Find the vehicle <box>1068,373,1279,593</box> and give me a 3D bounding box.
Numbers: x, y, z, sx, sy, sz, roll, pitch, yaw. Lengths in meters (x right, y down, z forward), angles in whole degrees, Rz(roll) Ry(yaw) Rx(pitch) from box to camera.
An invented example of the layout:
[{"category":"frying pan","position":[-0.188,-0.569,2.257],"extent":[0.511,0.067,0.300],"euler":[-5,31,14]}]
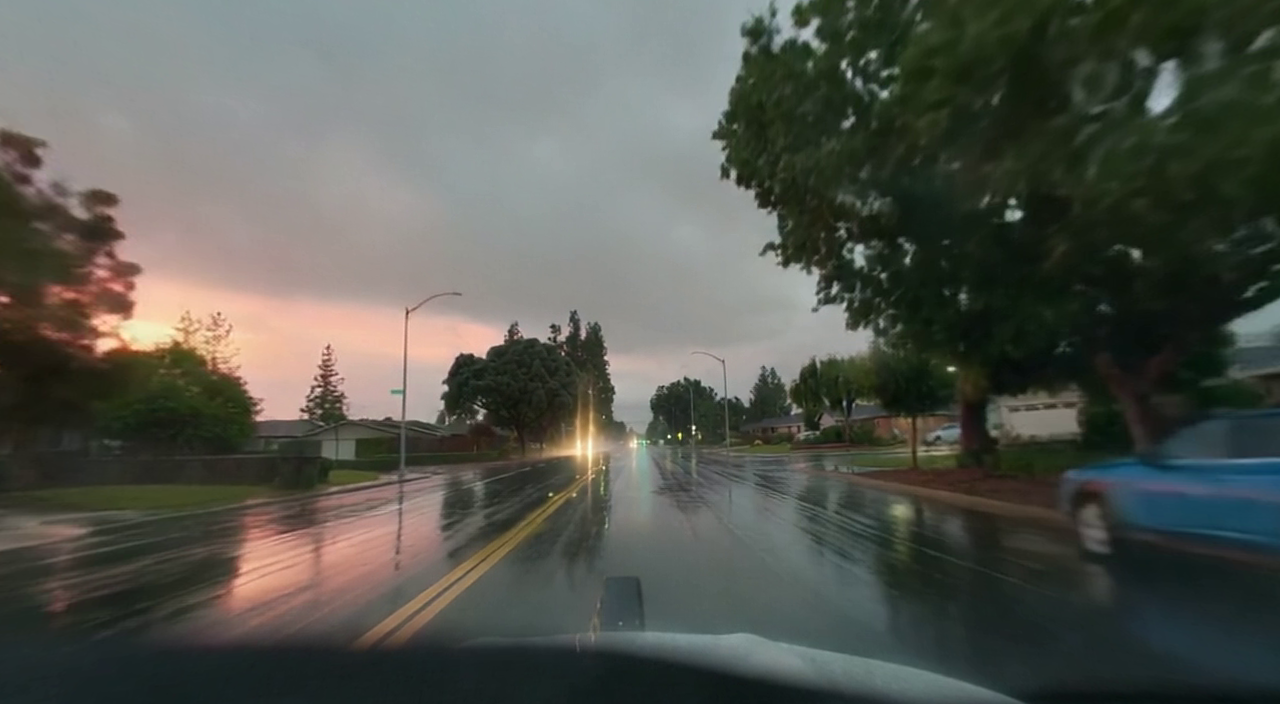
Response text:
[{"category":"vehicle","position":[6.498,1.184,5.556],"extent":[2.116,1.844,4.792],"euler":[3,-8,0]}]
